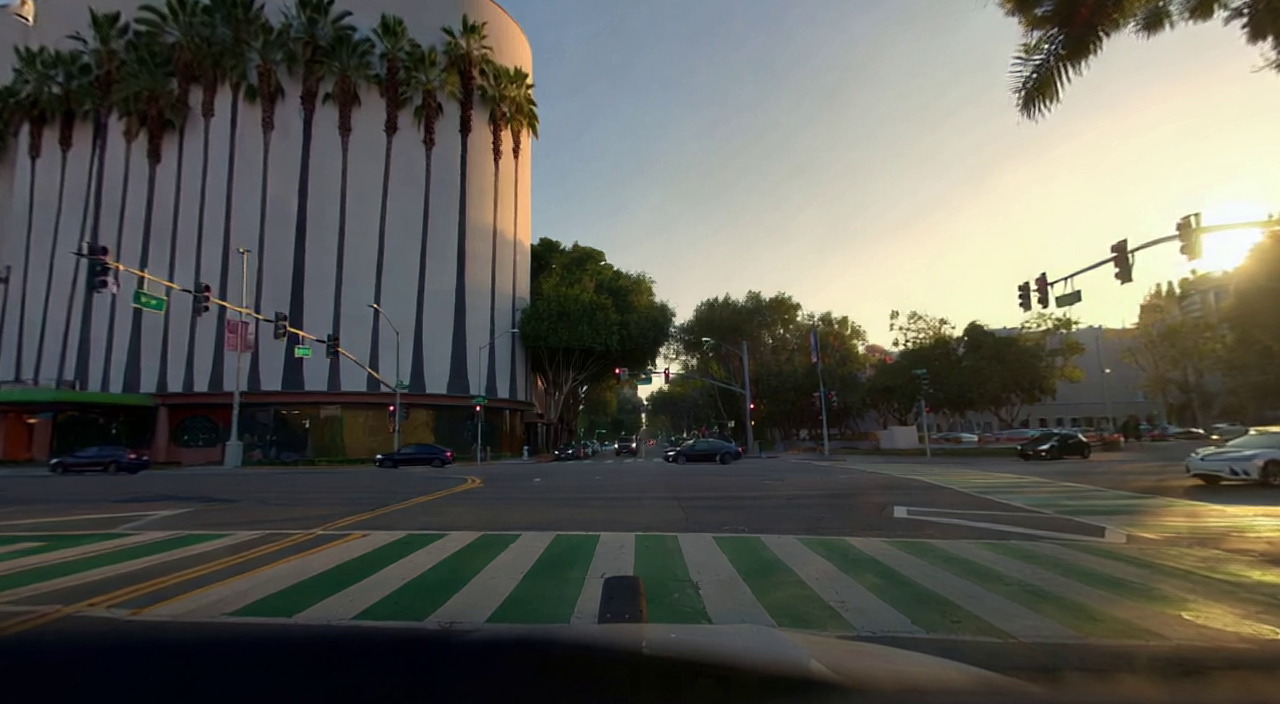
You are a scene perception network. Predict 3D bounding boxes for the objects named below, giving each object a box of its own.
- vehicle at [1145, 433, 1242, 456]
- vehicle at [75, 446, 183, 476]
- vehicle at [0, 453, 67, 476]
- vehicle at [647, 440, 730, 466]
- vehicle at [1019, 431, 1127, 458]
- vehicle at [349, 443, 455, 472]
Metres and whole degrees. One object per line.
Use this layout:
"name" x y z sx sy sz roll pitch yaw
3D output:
"vehicle" 36.174 6.025 41.226 4.606 1.449 1.687 0 -8 2
"vehicle" -30.154 6.413 37.276 4.648 1.665 1.910 0 -8 -1
"vehicle" -41.650 7.613 42.770 3.698 1.508 1.779 0 -8 1
"vehicle" 2.796 5.918 37.109 4.784 1.465 1.798 0 -8 1
"vehicle" 25.030 5.364 36.563 4.893 1.458 1.791 0 -8 0
"vehicle" -12.453 5.516 33.181 4.875 1.461 1.777 0 -8 2
